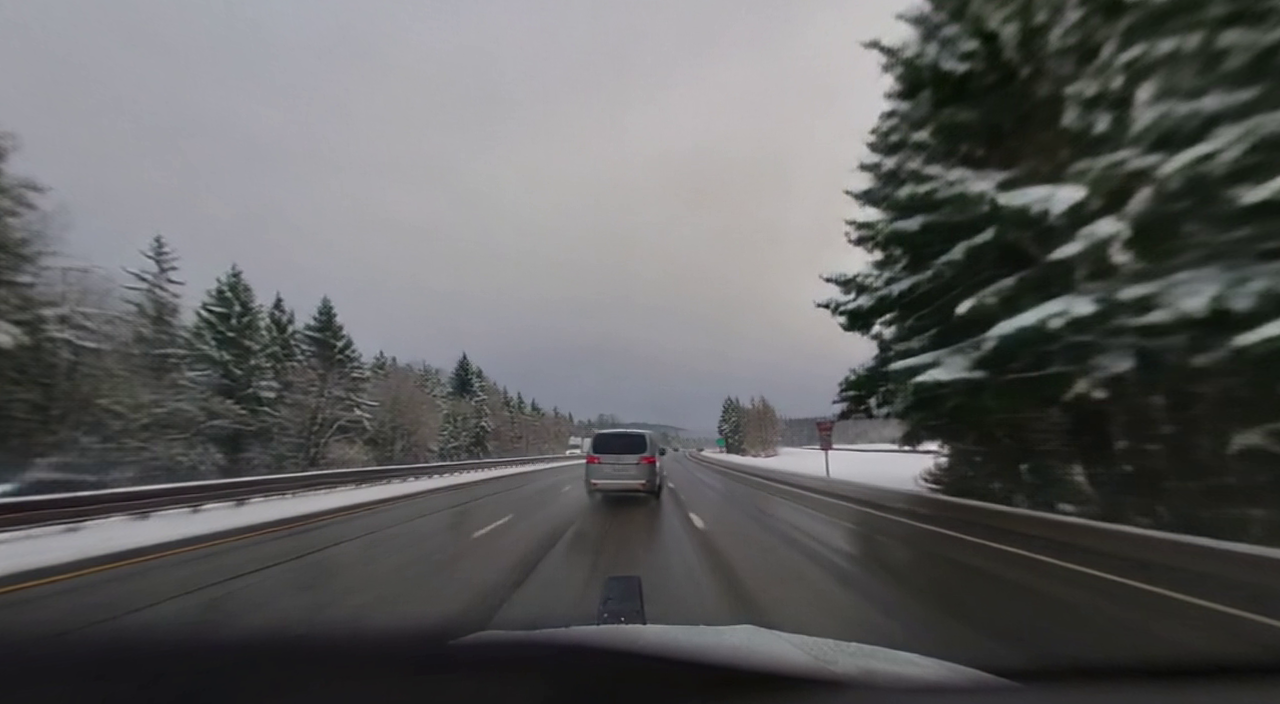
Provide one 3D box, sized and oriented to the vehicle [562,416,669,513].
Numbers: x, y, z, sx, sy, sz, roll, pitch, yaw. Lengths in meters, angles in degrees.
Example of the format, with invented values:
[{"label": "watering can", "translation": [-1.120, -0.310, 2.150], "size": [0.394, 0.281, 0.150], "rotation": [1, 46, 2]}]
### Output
[{"label": "vehicle", "translation": [-0.414, 2.781, 15.896], "size": [2.219, 2.033, 4.911], "rotation": [-1, -9, 3]}]
